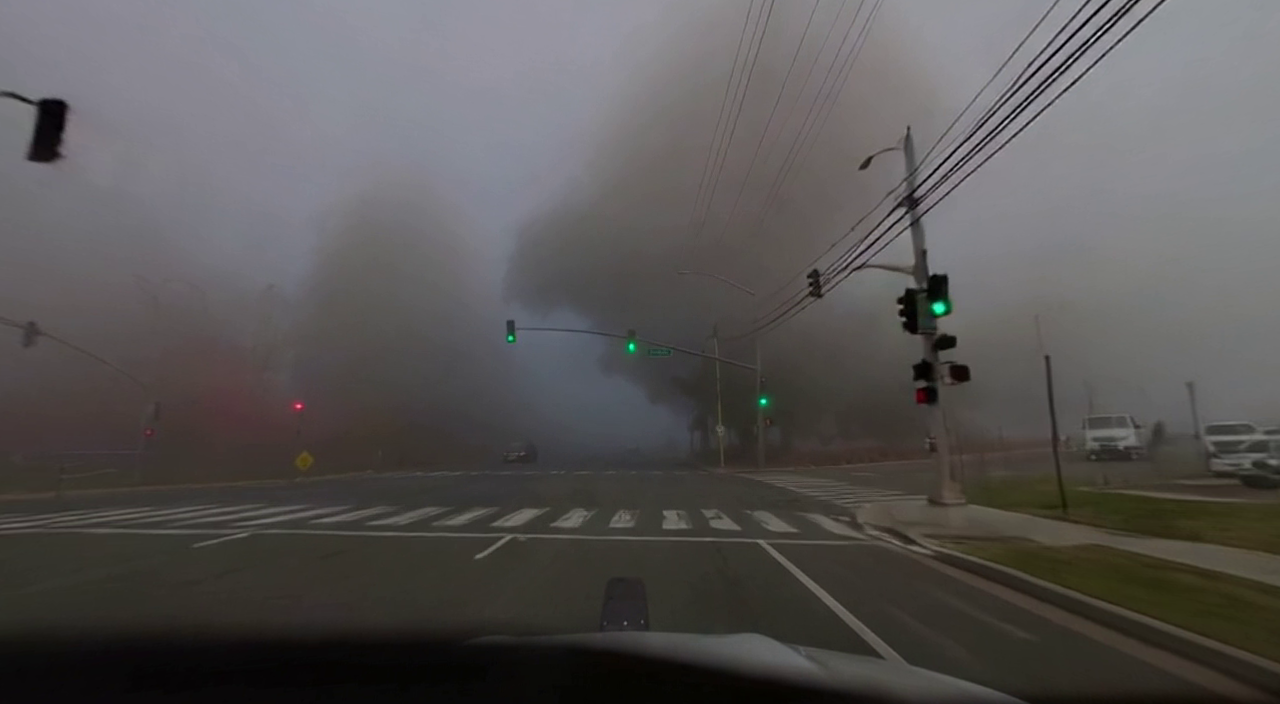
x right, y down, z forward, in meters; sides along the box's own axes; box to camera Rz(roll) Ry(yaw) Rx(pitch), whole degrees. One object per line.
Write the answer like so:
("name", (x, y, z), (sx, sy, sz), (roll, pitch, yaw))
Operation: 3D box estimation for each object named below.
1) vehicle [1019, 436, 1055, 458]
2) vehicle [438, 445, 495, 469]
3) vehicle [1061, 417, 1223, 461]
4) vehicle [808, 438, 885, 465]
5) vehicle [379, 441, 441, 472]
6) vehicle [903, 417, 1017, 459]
("vehicle", (30.107, 7.205, 47.900), (1.740, 1.414, 3.875), (-6, -6, 25))
("vehicle", (-11.524, 7.015, 42.335), (2.090, 1.519, 4.919), (-1, -8, 5))
("vehicle", (26.192, 4.615, 33.268), (2.370, 2.038, 6.186), (3, -9, -23))
("vehicle", (13.285, 6.417, 40.803), (1.897, 1.532, 4.694), (2, -9, -27))
("vehicle", (-14.951, 6.825, 41.300), (2.112, 1.880, 4.479), (-1, -8, 4))
("vehicle", (19.697, 5.422, 39.200), (2.609, 2.332, 5.734), (4, -11, -26))
